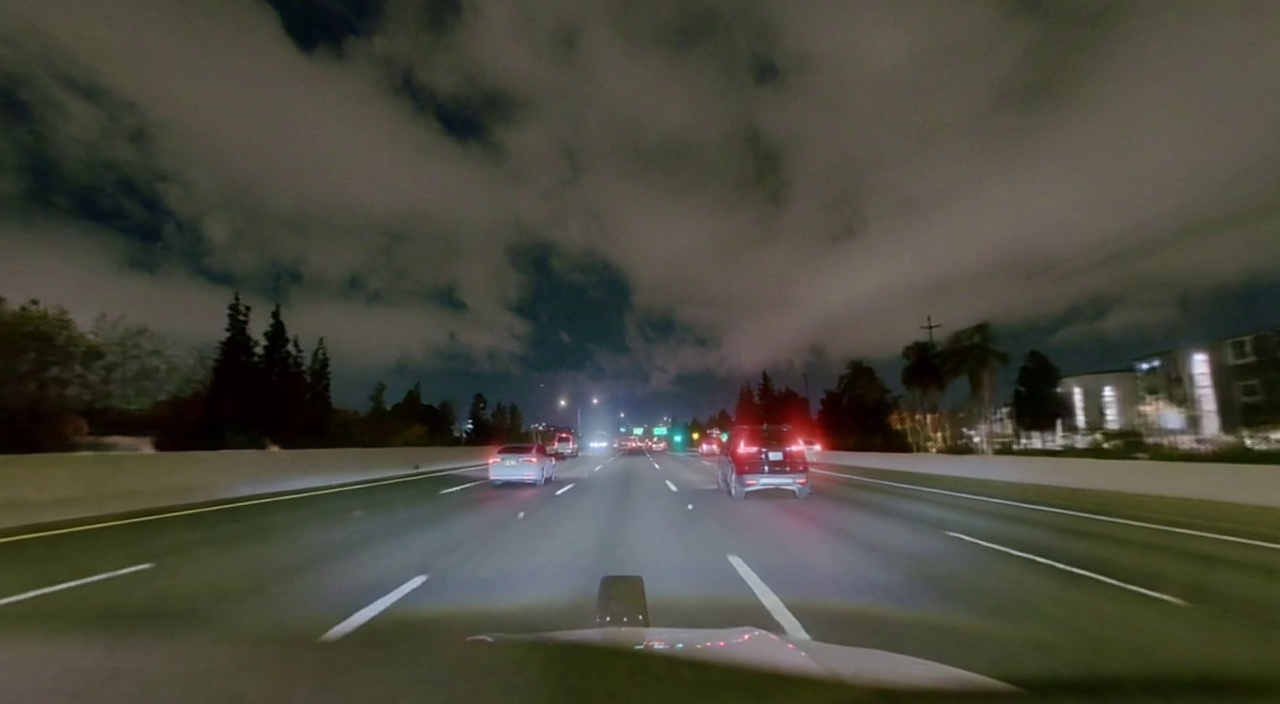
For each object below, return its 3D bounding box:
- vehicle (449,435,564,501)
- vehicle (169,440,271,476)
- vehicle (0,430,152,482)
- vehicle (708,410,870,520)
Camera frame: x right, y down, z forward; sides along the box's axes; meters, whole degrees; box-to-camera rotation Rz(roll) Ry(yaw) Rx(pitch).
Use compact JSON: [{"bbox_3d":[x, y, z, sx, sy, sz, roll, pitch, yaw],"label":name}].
[{"bbox_3d":[-3.436,3.087,17.269,2.080,1.542,4.718,-1,-8,1],"label":"vehicle"},{"bbox_3d":[-19.725,4.991,29.833,2.028,1.565,3.951,-1,-8,1],"label":"vehicle"},{"bbox_3d":[-26.812,4.908,30.152,2.216,2.221,5.780,0,-8,0],"label":"vehicle"},{"bbox_3d":[2.813,2.291,13.272,2.148,1.852,4.835,0,-8,-1],"label":"vehicle"}]
